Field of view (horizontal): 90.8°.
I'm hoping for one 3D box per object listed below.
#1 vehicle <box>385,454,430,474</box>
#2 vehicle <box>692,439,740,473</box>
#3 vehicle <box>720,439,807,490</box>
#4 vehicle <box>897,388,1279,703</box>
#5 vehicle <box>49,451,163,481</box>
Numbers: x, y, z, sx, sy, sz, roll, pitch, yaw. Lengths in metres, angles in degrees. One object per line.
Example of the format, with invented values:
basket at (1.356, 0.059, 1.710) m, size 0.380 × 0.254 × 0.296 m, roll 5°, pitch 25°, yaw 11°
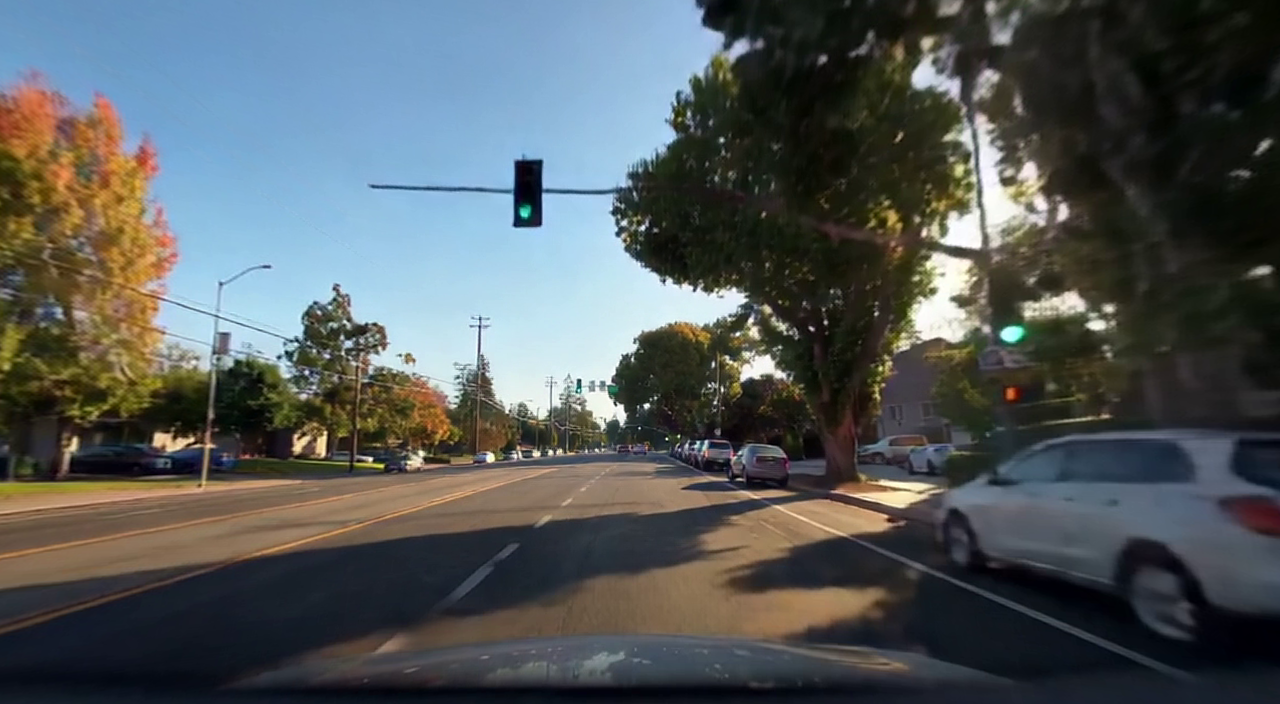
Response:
vehicle at (-17.771, 8.539, 48.522) m, size 1.831 × 1.428 × 4.456 m, roll 0°, pitch -9°, yaw 0°
vehicle at (4.346, 6.062, 37.057) m, size 2.078 × 1.837 × 5.088 m, roll 0°, pitch -9°, yaw -1°
vehicle at (4.507, 4.190, 23.925) m, size 2.154 × 1.718 × 4.980 m, roll 0°, pitch -9°, yaw -2°
vehicle at (4.461, 1.424, 5.808) m, size 2.077 × 1.718 × 4.885 m, roll 0°, pitch -9°, yaw -1°
vehicle at (-28.789, 6.134, 34.147) m, size 4.376 × 1.482 × 1.933 m, roll -1°, pitch -9°, yaw 1°
